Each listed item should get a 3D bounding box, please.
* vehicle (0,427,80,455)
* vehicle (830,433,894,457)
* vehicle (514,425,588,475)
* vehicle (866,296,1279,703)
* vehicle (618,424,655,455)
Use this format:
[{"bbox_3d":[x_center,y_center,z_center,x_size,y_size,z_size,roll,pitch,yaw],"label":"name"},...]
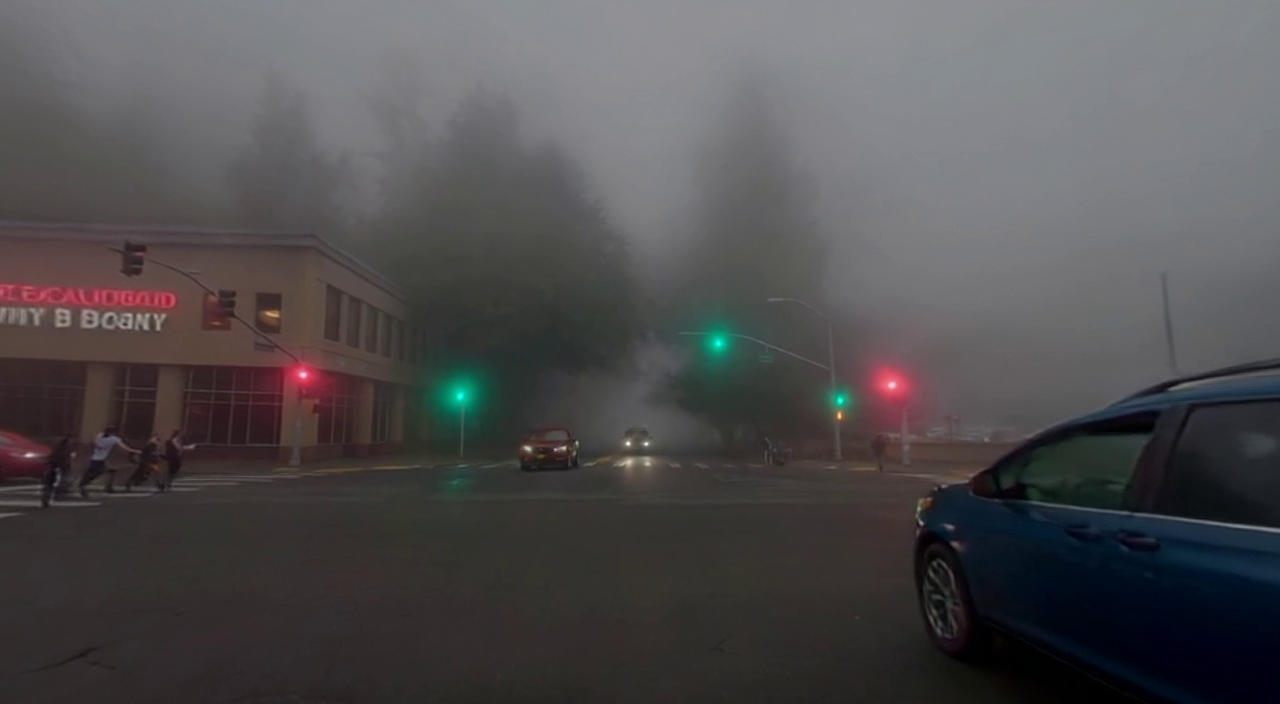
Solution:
[{"bbox_3d":[-36.324,5.222,36.992,4.671,1.543,1.846,4,-9,-26],"label":"vehicle"},{"bbox_3d":[15.259,6.425,43.617,1.924,1.579,4.084,3,-9,-21],"label":"vehicle"},{"bbox_3d":[-3.099,3.523,22.859,1.961,1.658,4.064,0,-8,2],"label":"vehicle"},{"bbox_3d":[2.876,0.846,2.766,2.048,1.725,4.754,0,-8,1],"label":"vehicle"},{"bbox_3d":[-0.273,5.894,42.475,2.390,1.948,5.344,0,-8,-1],"label":"vehicle"}]
